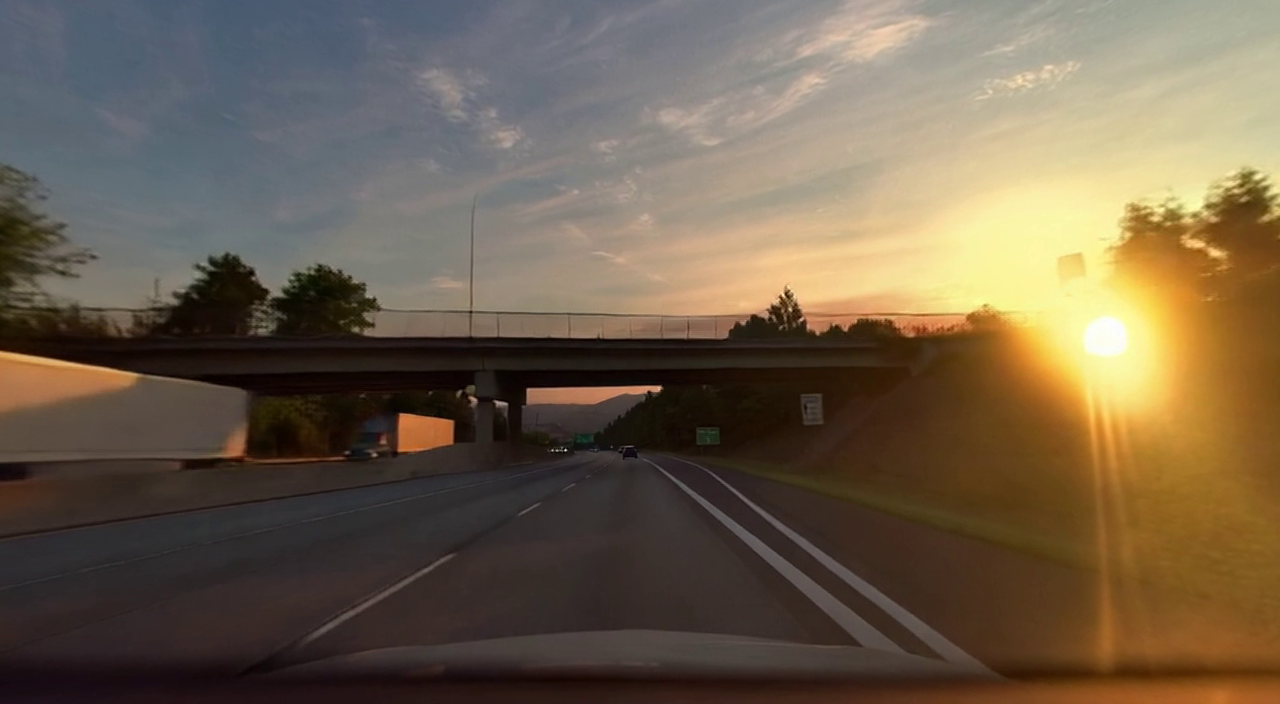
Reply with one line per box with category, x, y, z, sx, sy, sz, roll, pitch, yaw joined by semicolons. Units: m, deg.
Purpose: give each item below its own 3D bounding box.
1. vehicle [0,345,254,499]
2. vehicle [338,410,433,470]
vehicle;-18.250;2.399;20.128;2.906;3.972;14.227;0;-9;0
vehicle;-18.594;6.635;47.051;2.912;3.980;10.503;0;-9;-2
